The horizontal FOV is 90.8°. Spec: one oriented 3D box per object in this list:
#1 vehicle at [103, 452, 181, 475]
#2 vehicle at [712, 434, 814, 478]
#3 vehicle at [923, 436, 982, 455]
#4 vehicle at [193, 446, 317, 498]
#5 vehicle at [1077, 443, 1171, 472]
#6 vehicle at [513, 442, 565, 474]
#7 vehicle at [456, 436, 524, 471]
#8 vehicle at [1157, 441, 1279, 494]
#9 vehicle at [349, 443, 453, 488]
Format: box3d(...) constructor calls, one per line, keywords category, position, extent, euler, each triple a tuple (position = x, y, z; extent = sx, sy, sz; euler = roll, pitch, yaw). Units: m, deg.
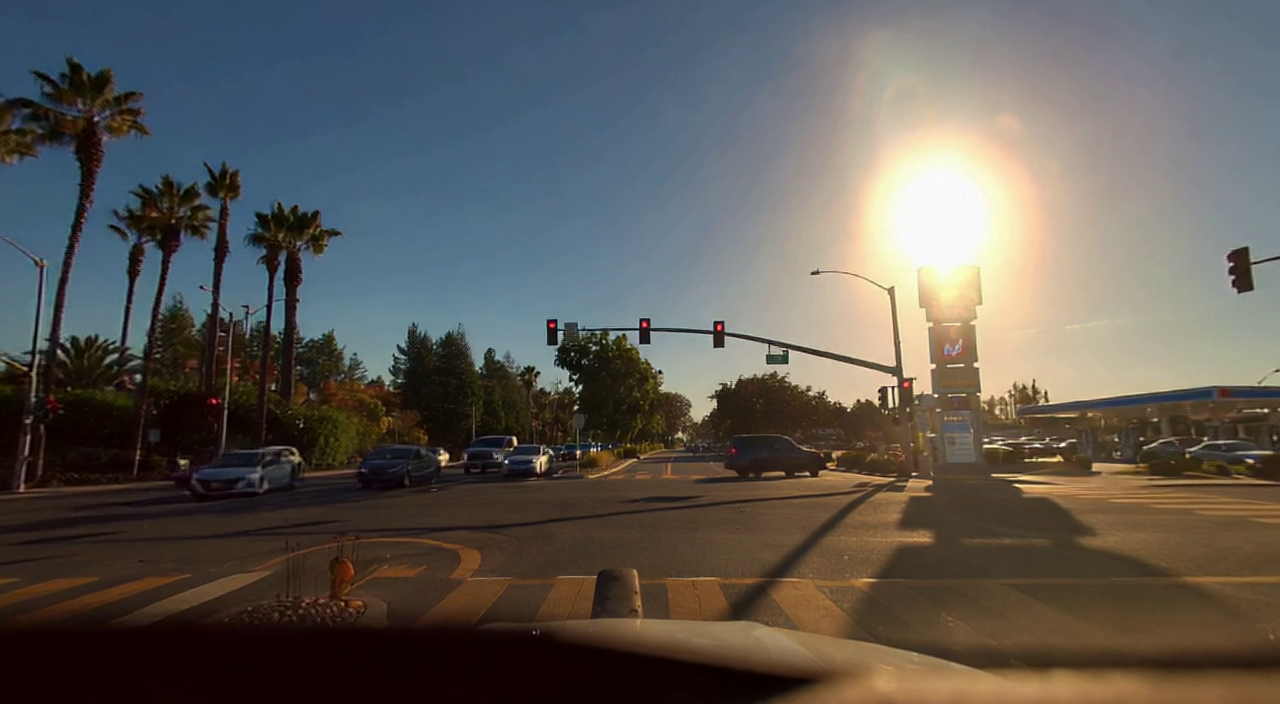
box3d(category="vehicle", position=(-35.231, 7.866, 44.852), extent=(1.886, 1.523, 4.581), euler=(0, -9, -1))
box3d(category="vehicle", position=(5.430, 4.520, 27.565), extent=(1.929, 1.719, 4.892), euler=(-8, -12, 44))
box3d(category="vehicle", position=(22.544, 6.762, 45.658), extent=(3.356, 1.395, 1.559), euler=(0, -9, -1))
box3d(category="vehicle", position=(-11.920, 3.700, 19.843), extent=(1.633, 1.460, 3.540), euler=(0, -9, 0))
box3d(category="vehicle", position=(24.265, 5.297, 31.736), extent=(3.474, 1.376, 1.538), euler=(0, -9, -2))
box3d(category="vehicle", position=(-5.045, 5.357, 32.186), extent=(2.079, 1.490, 5.064), euler=(0, -9, -3))
box3d(category="vehicle", position=(-8.721, 5.979, 37.426), extent=(2.609, 1.865, 5.875), euler=(0, -9, 0))
box3d(category="vehicle", position=(18.720, 3.407, 18.822), extent=(5.015, 1.446, 1.862), euler=(0, -9, -2))
box3d(category="vehicle", position=(-8.747, 4.187, 23.628), extent=(2.034, 1.510, 4.647), euler=(0, -9, 1))
